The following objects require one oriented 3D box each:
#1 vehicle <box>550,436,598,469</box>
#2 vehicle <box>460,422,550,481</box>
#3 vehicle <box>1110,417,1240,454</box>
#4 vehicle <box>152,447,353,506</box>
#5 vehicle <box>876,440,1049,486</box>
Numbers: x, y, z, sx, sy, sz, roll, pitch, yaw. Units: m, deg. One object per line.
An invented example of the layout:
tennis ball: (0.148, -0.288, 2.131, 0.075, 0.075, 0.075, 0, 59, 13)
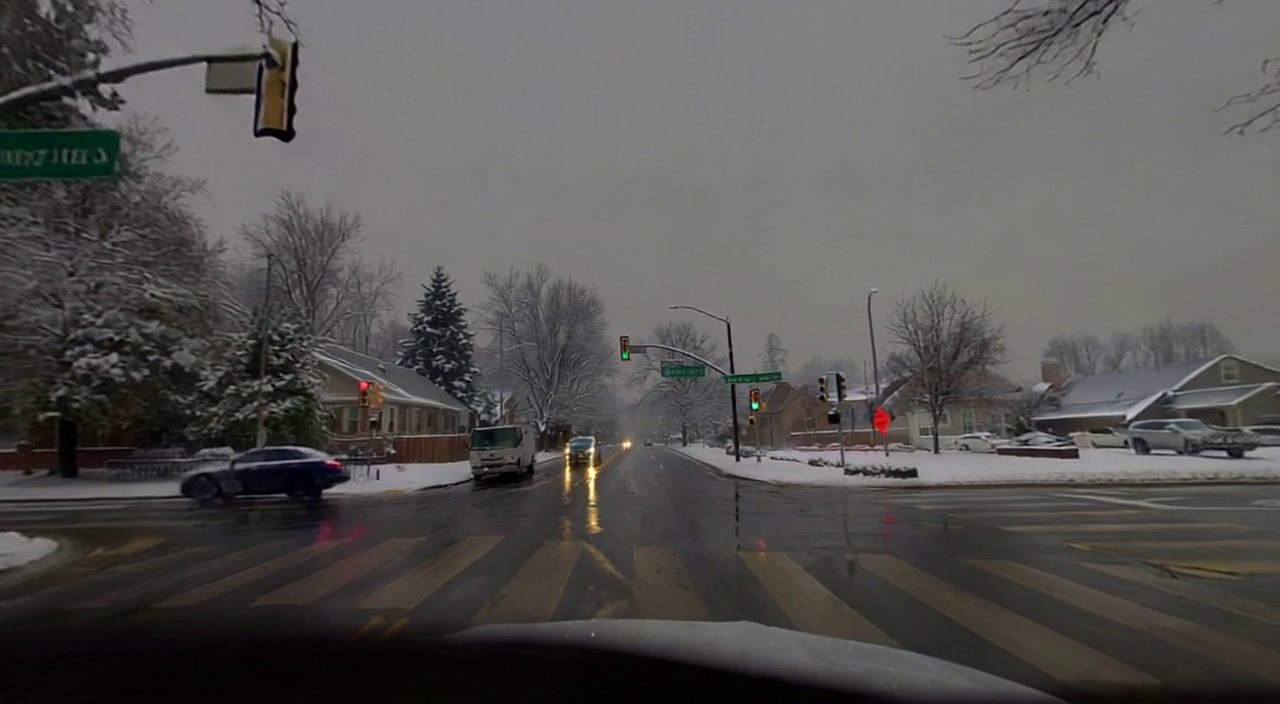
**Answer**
vehicle: (-3.700, 5.762, 36.338, 2.302, 1.708, 4.764, 0, -8, -1)
vehicle: (-6.434, 4.885, 31.277, 2.896, 2.560, 7.322, 0, -8, -1)
vehicle: (33.326, 5.213, 39.481, 5.969, 2.225, 2.458, 0, -9, -3)
vehicle: (-11.082, 3.570, 18.330, 4.497, 1.579, 1.952, 0, -9, -1)
vehicle: (11.268, 3.892, 22.427, 5.158, 1.470, 2.012, -4, -10, 26)
